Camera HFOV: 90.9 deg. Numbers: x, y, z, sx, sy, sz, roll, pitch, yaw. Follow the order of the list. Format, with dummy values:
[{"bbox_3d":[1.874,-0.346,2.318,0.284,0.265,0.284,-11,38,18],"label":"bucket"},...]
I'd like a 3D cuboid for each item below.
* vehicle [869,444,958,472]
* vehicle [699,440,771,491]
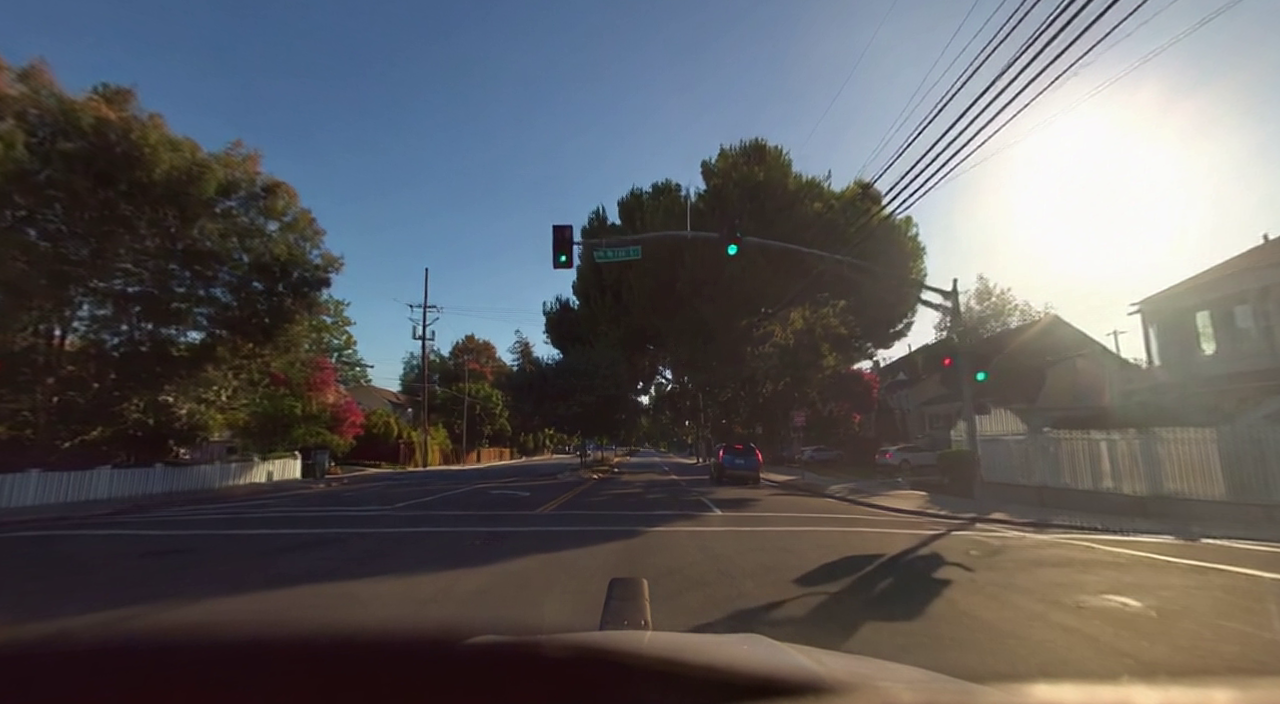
[{"bbox_3d":[15.456,6.003,35.802,4.135,1.558,1.929,0,-8,2],"label":"vehicle"},{"bbox_3d":[3.705,4.534,25.546,2.144,1.843,4.827,0,-9,-1],"label":"vehicle"}]
